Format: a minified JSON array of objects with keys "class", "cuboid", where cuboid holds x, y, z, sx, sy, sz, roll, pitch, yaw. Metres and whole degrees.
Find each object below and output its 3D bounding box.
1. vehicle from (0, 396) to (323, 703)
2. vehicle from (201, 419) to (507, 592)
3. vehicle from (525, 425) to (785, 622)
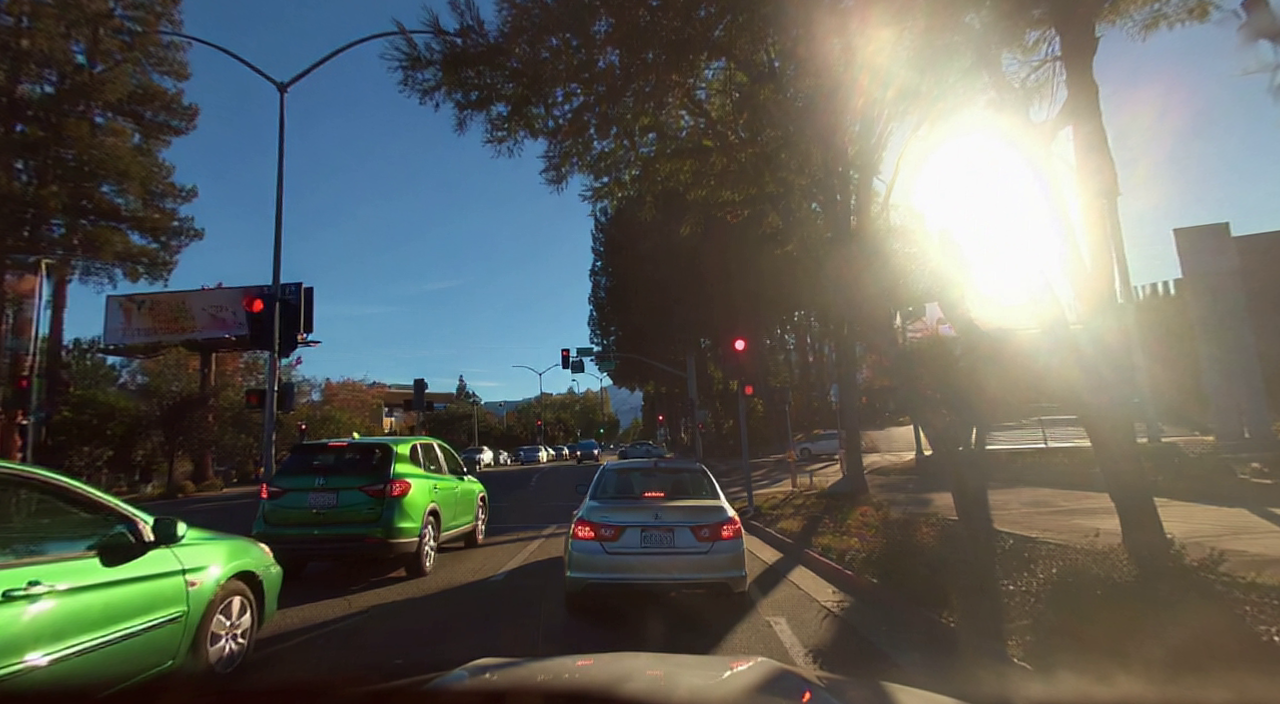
[{"class":"vehicle","cuboid":[-3.156,0.960,2.409,1.808,1.520,3.846,-1,-9,1]},{"class":"vehicle","cuboid":[-3.171,1.786,8.130,1.950,1.628,4.082,-1,-9,1]},{"class":"vehicle","cuboid":[0.048,1.577,6.622,1.977,1.467,3.474,0,-9,-2]}]
